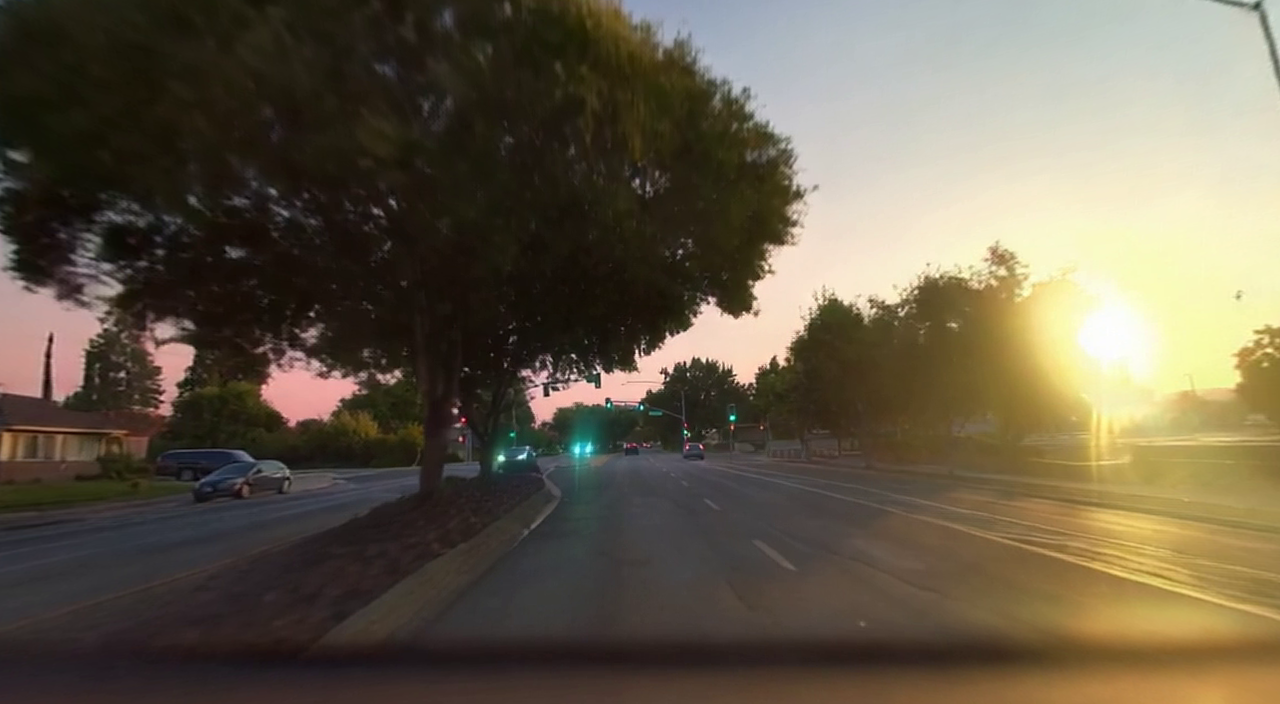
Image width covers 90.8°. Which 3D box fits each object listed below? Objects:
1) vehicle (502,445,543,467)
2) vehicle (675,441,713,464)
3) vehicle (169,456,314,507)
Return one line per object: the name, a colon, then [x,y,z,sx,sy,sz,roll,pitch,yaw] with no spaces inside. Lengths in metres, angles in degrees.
vehicle: [-8.698,7.713,47.010,2.030,1.495,4.570,-1,-9,2]
vehicle: [3.641,6.923,43.560,2.133,1.494,4.265,0,-9,-2]
vehicle: [-13.416,4.361,21.686,1.992,1.453,4.439,-1,-9,2]
